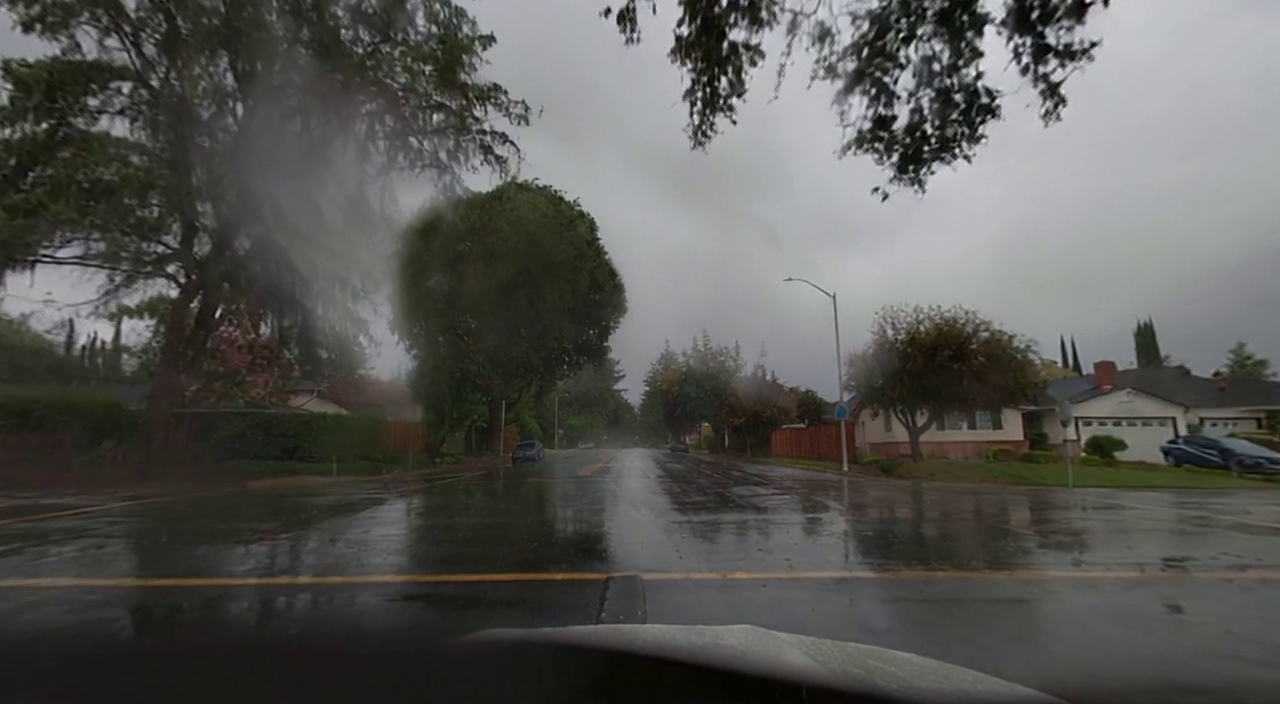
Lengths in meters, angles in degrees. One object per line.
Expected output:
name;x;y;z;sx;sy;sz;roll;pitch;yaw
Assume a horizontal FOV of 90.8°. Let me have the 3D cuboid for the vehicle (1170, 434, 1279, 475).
vehicle;26.563;4.442;27.608;2.152;1.606;5.402;0;-8;1
